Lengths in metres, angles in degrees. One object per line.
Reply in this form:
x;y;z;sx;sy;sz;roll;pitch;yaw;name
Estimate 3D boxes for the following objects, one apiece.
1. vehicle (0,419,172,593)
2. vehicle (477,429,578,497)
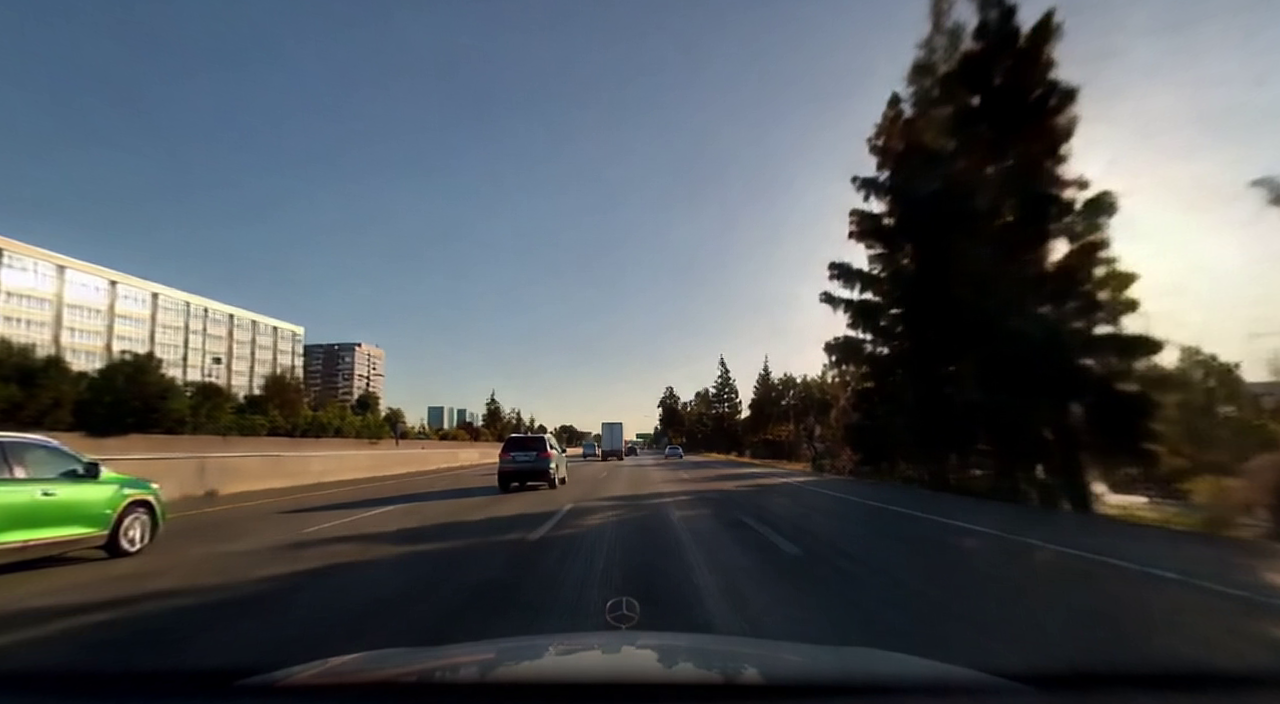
-6.633;1.320;5.380;1.969;1.520;4.190;1;-9;1;vehicle
-3.181;3.244;18.785;2.111;1.742;4.315;0;-9;1;vehicle
